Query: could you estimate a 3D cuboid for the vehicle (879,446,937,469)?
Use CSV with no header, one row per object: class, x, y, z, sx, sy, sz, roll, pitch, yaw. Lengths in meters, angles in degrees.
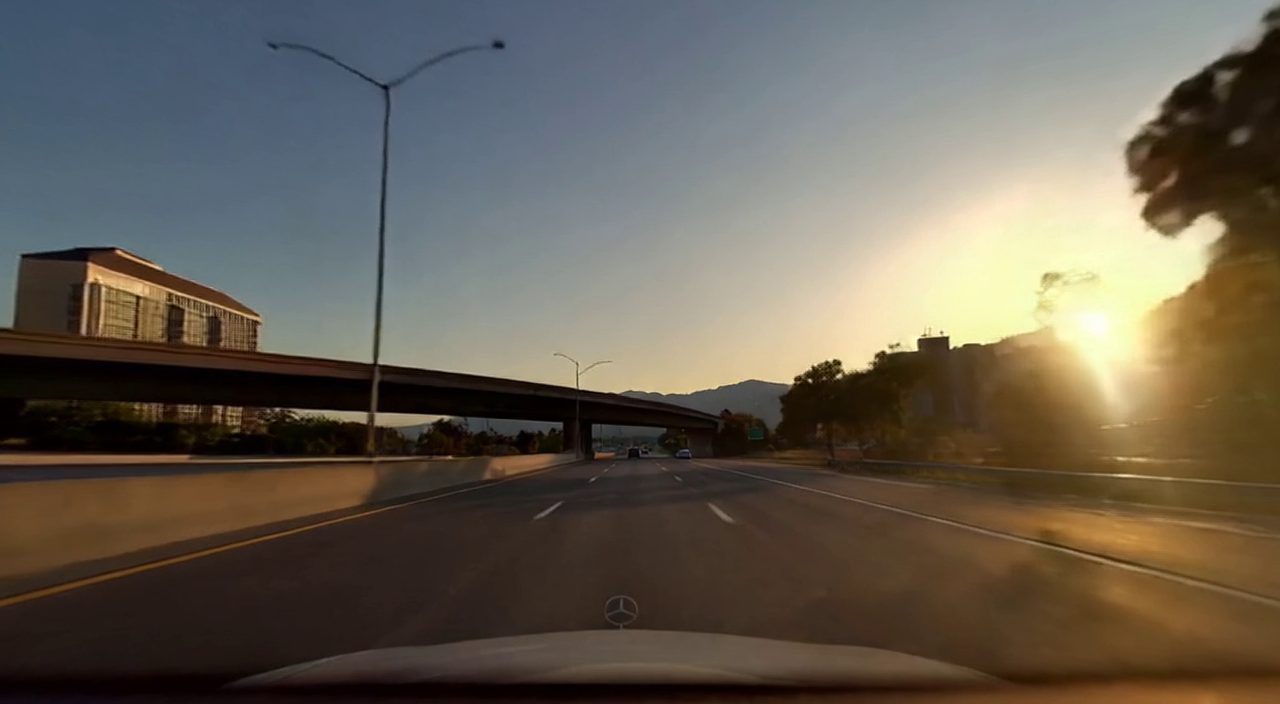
vehicle,18.646,7.345,44.209,2.059,1.457,4.537,-1,-9,0
